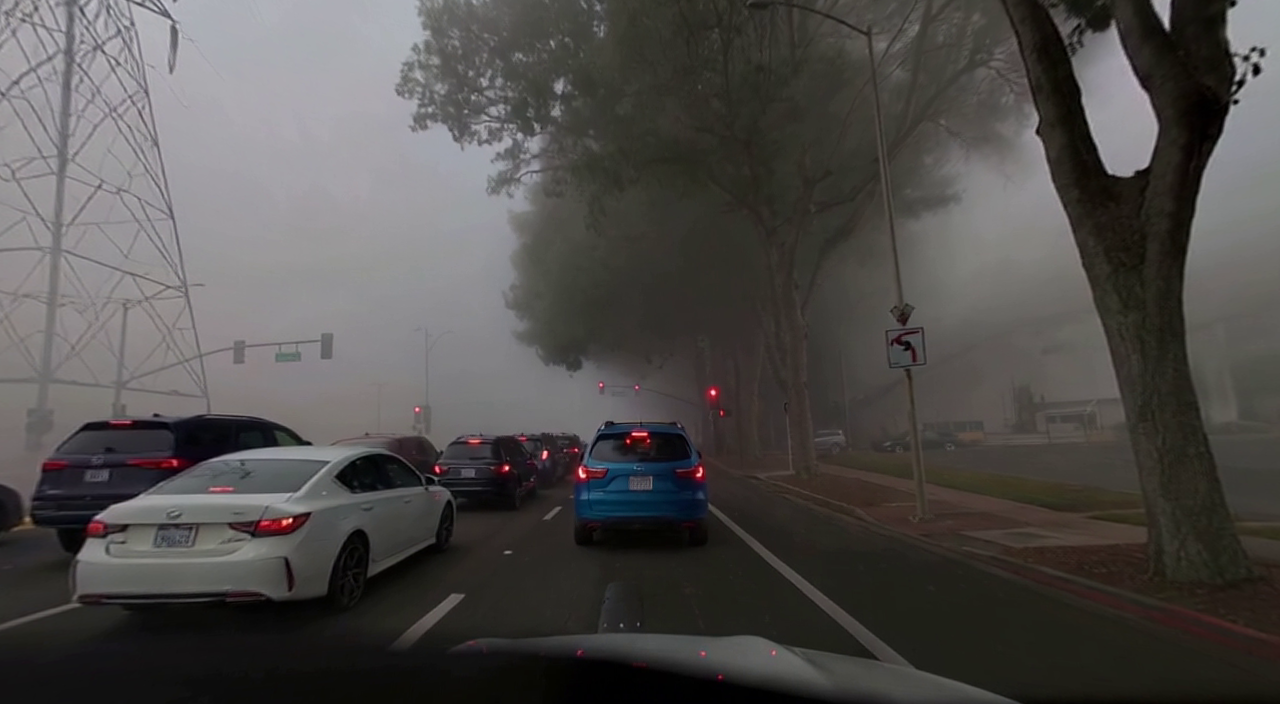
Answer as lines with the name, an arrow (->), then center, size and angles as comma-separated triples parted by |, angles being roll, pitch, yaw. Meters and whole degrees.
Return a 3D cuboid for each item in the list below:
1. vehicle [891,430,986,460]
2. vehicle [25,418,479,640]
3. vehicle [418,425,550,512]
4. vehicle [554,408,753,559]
vehicle -> 15.097, 4.721, 32.111 | 3.858, 1.437, 1.899 | 0, -8, -5
vehicle -> -3.185, 1.515, 6.550 | 1.973, 1.469, 4.448 | 0, -8, -1
vehicle -> -3.255, 2.508, 14.025 | 1.997, 1.636, 3.760 | 0, -8, -1
vehicle -> 0.094, 1.783, 9.291 | 2.239, 1.661, 4.224 | 0, -8, -2
